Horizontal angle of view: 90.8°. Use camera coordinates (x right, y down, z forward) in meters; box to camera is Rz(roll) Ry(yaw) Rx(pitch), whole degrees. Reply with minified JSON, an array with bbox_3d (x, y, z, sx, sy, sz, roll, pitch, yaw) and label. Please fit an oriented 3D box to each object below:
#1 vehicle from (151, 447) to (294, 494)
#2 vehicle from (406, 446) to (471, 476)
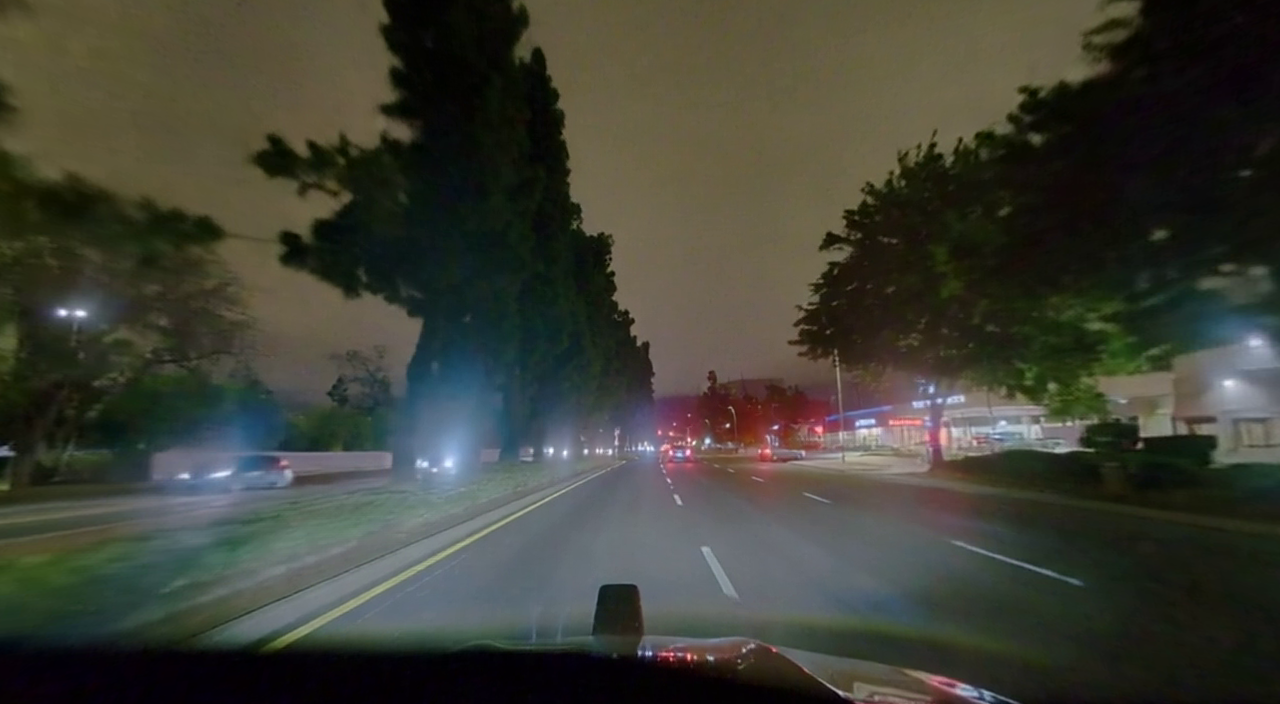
[{"bbox_3d":[-14.310,4.047,22.068,1.850,1.453,4.648,0,-9,0],"label":"vehicle"},{"bbox_3d":[-10.420,5.653,33.054,1.930,1.449,4.361,-1,-9,1],"label":"vehicle"}]
